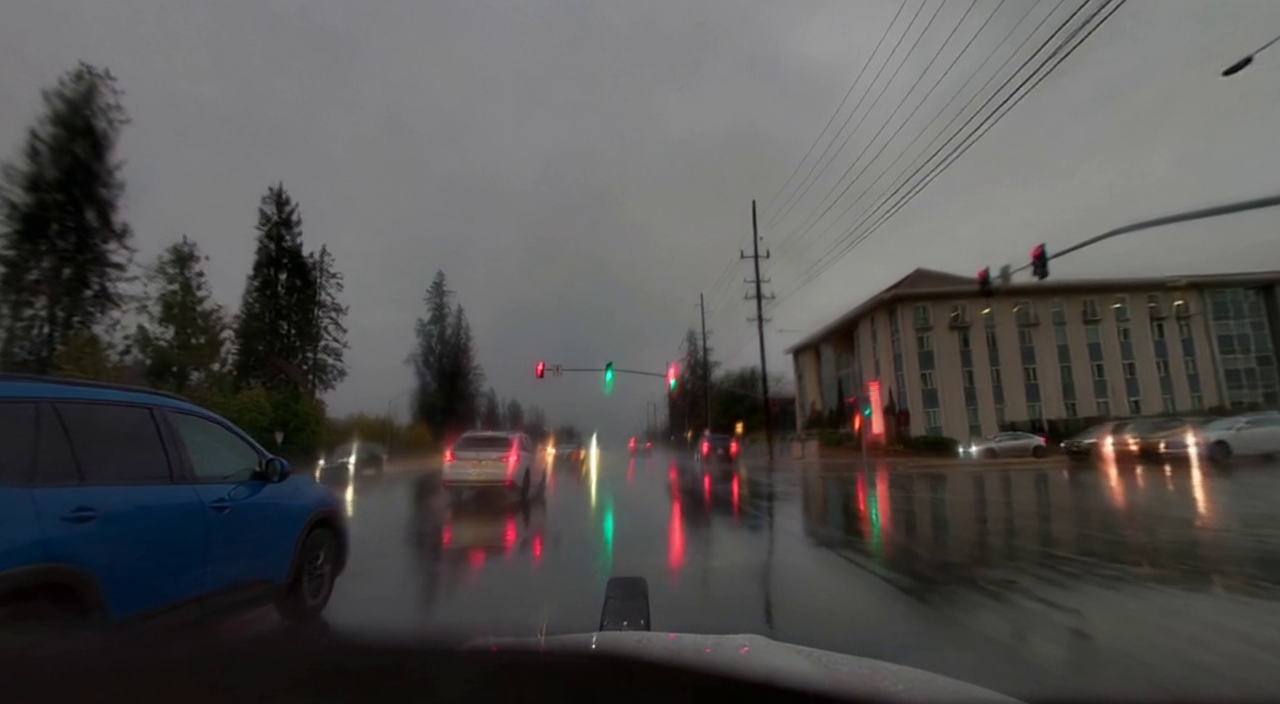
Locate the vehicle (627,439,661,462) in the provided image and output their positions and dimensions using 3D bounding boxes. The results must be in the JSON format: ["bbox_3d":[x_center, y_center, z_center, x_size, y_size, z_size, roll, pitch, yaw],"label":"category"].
[{"bbox_3d":[0.287,6.773,43.372,2.185,1.515,4.215,0,-8,1],"label":"vehicle"}]

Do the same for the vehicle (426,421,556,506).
[{"bbox_3d":[-3.395,2.640,15.320,1.958,1.744,4.315,0,-8,2],"label":"vehicle"}]

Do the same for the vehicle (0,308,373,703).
[{"bbox_3d":[-3.312,0.843,2.979,2.127,1.754,4.287,0,-8,1],"label":"vehicle"}]

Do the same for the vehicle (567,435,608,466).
[{"bbox_3d":[-2.949,5.684,36.436,1.900,1.677,4.128,0,-8,2],"label":"vehicle"}]

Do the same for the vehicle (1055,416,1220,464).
[{"bbox_3d":[19.625,3.492,25.003,5.033,1.802,1.928,1,-9,-5],"label":"vehicle"}]

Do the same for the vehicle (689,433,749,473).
[{"bbox_3d":[3.614,4.733,29.795,2.201,1.734,4.564,0,-8,-1],"label":"vehicle"}]

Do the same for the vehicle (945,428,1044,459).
[{"bbox_3d":[19.262,5.001,34.422,4.119,1.574,2.028,0,-9,2],"label":"vehicle"}]
